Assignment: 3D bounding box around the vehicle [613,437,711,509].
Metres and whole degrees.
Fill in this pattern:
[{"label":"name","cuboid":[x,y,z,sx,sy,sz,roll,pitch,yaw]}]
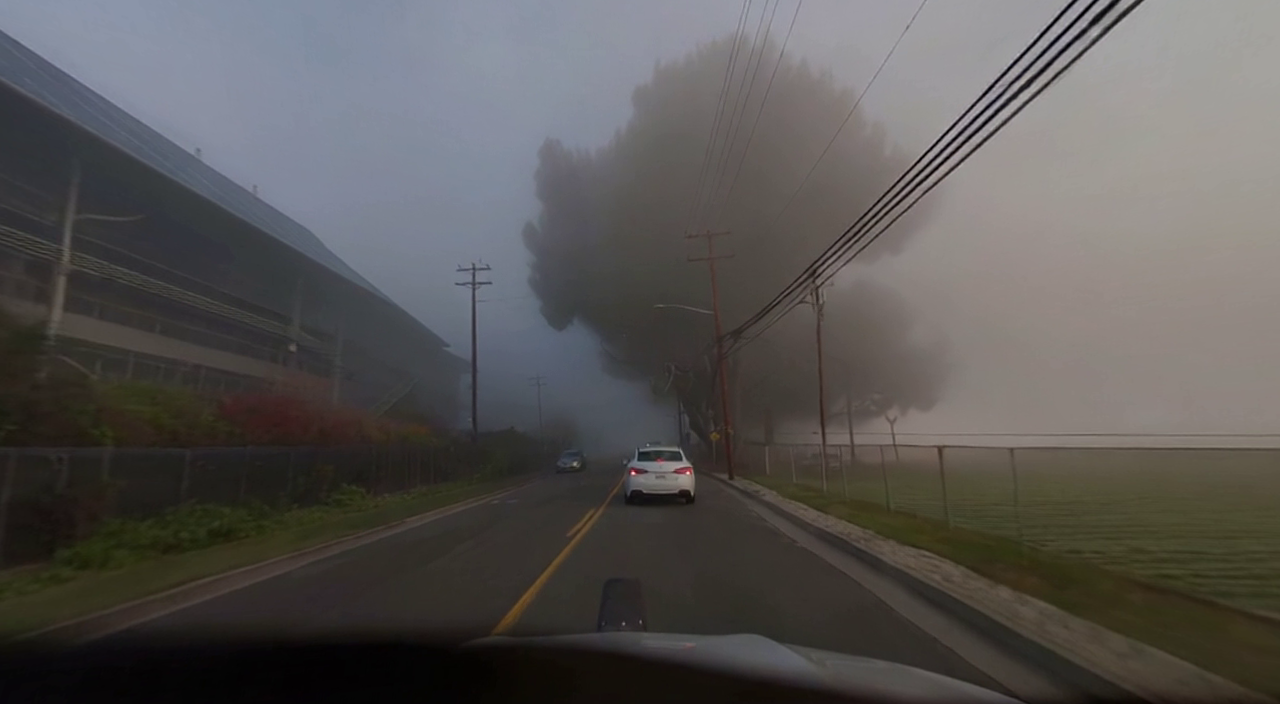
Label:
[{"label":"vehicle","cuboid":[0.483,2.828,15.296,2.060,1.487,3.920,0,-8,1]}]
